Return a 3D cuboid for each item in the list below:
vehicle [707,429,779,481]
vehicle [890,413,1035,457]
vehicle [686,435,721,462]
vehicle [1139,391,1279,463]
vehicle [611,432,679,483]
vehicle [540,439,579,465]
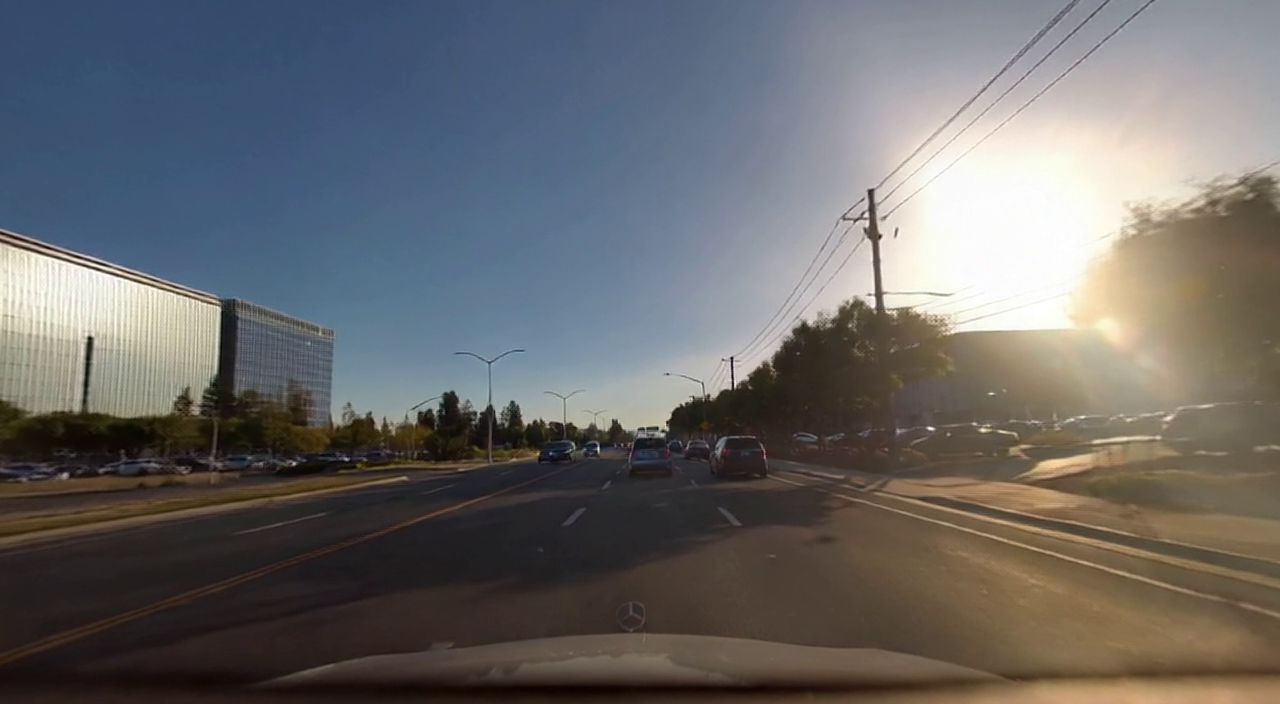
[{"bbox_3d":[3.628,3.704,22.934,1.914,1.698,4.049,0,-9,0],"label":"vehicle"},{"bbox_3d":[15.299,3.985,29.968,5.731,1.720,2.822,-8,-10,31],"label":"vehicle"},{"bbox_3d":[4.299,6.637,43.330,2.024,1.711,4.512,0,-9,1],"label":"vehicle"},{"bbox_3d":[15.945,1.955,16.247,4.392,1.709,2.002,0,-9,-2],"label":"vehicle"},{"bbox_3d":[0.195,3.757,22.636,2.200,1.653,4.127,0,-9,1],"label":"vehicle"},{"bbox_3d":[-5.827,7.340,46.274,2.193,1.802,4.946,0,-9,1],"label":"vehicle"}]
